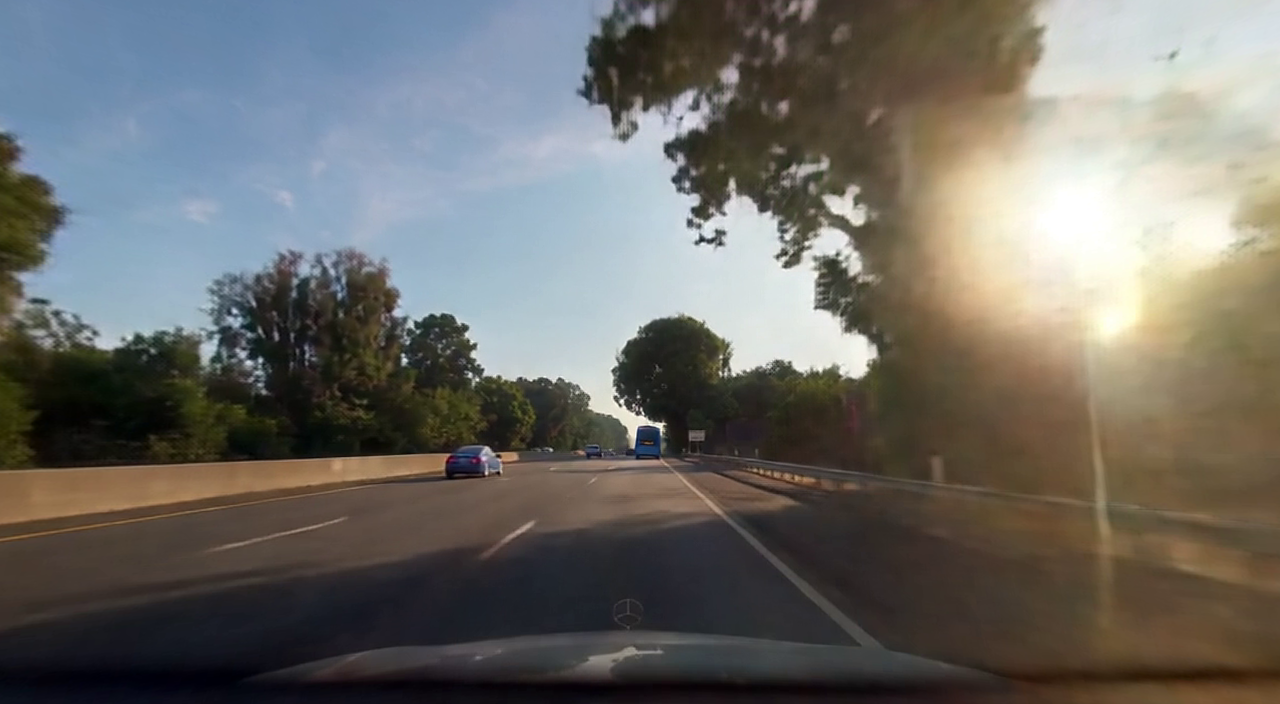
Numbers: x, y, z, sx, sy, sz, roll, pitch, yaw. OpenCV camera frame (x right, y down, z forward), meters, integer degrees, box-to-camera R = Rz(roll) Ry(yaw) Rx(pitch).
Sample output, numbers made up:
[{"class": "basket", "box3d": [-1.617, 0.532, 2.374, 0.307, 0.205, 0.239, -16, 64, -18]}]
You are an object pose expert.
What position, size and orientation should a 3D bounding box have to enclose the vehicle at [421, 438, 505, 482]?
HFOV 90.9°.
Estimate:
[{"class": "vehicle", "box3d": [-7.289, 4.483, 26.506, 2.080, 1.674, 4.660, 0, -8, 1]}]
